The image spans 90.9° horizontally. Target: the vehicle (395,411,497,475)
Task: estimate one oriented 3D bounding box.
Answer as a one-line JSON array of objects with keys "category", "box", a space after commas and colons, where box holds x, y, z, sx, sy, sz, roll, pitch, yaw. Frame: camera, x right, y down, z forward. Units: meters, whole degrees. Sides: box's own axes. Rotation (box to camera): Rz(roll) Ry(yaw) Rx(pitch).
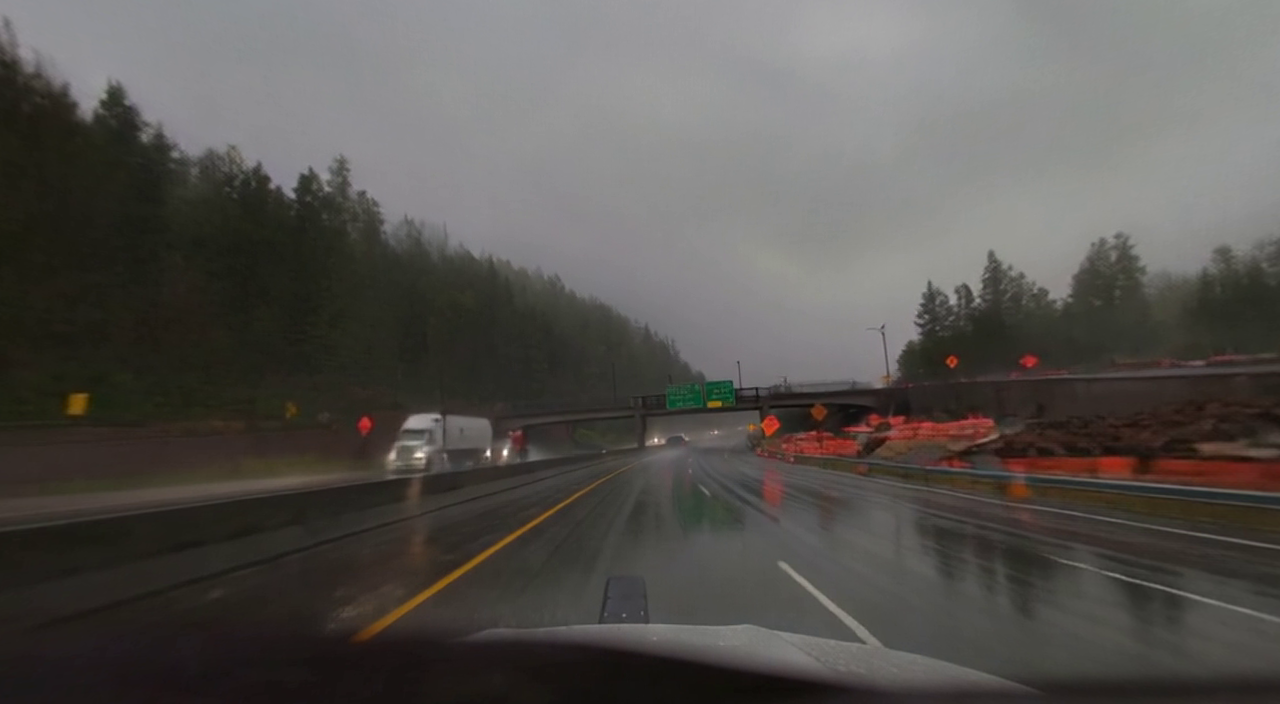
[{"category": "vehicle", "box": [-12.117, 5.848, 40.635, 3.010, 3.577, 9.124, -1, -8, 4]}]
